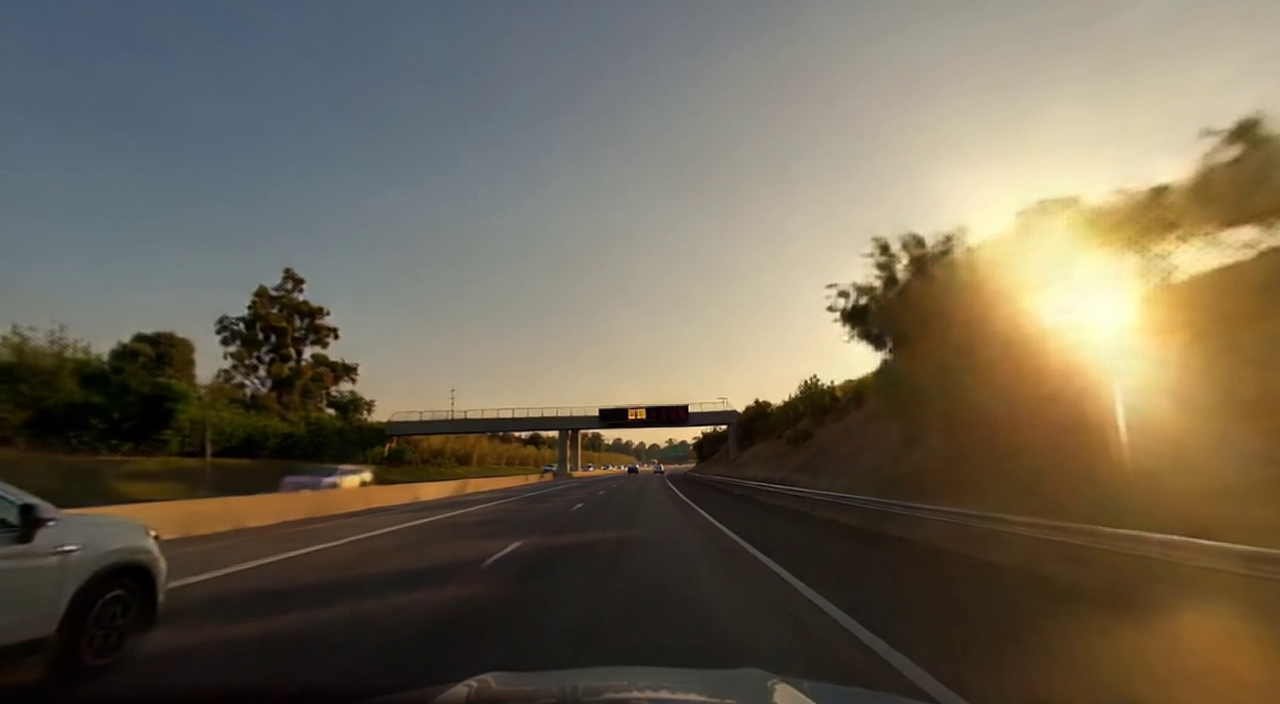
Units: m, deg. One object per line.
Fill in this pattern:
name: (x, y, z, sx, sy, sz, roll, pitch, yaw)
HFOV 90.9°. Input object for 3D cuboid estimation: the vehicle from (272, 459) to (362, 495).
vehicle: (-14.983, 5.825, 29.492, 1.930, 1.523, 4.060, 1, -11, 2)

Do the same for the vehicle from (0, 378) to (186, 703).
vehicle: (-4.115, 0.738, 1.761, 2.141, 1.697, 4.641, 1, -11, 0)
